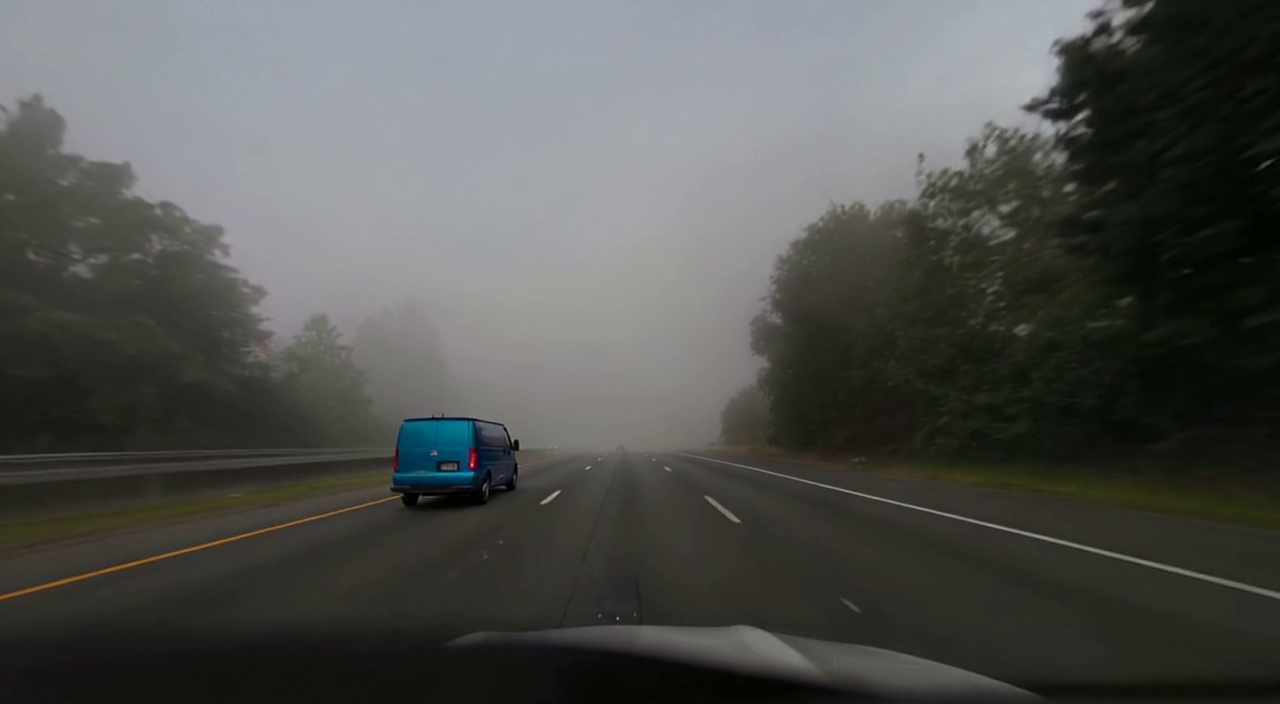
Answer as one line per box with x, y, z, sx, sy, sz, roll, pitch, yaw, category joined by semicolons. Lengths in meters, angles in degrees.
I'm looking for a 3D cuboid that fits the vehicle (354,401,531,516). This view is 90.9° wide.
-3.887;2.199;13.520;2.297;2.011;4.736;0;-8;0;vehicle
